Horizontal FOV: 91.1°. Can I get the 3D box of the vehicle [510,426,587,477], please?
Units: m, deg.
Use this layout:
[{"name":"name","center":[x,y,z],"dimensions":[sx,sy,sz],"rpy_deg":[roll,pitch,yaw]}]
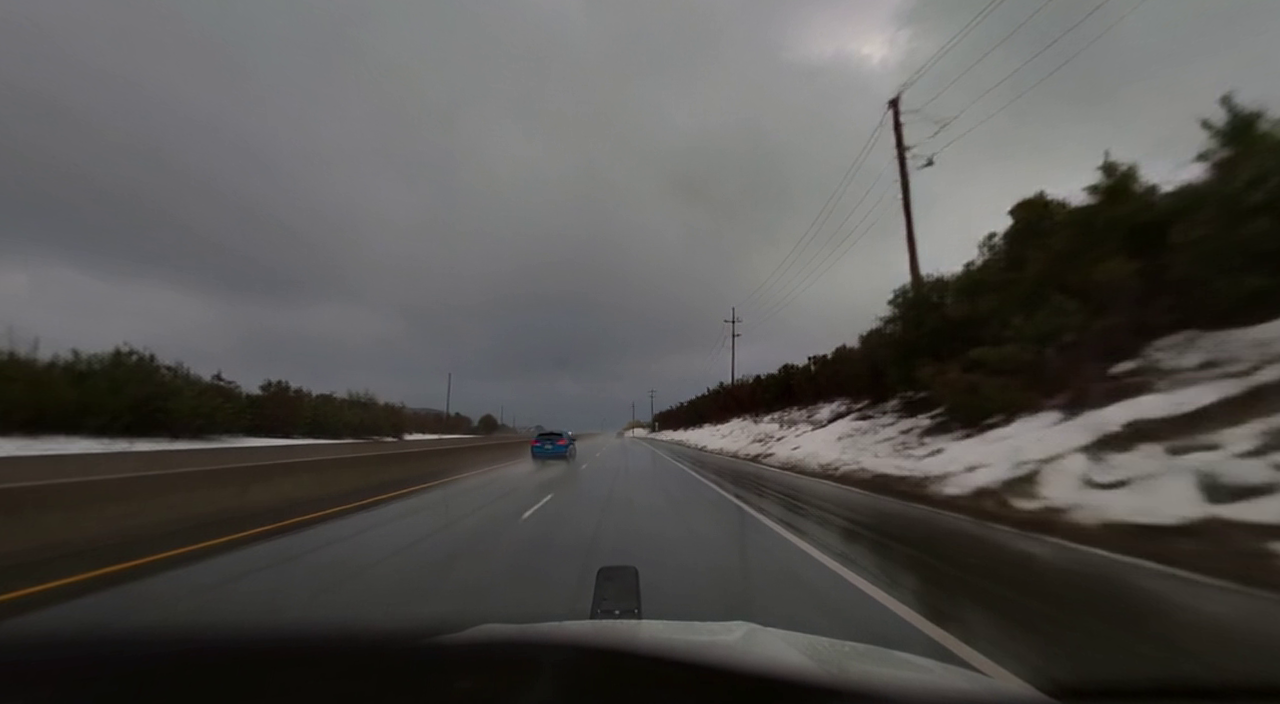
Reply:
[{"name":"vehicle","center":[-2.928,3.282,20.995],"dimensions":[1.999,1.536,3.969],"rpy_deg":[0,-8,0]}]
